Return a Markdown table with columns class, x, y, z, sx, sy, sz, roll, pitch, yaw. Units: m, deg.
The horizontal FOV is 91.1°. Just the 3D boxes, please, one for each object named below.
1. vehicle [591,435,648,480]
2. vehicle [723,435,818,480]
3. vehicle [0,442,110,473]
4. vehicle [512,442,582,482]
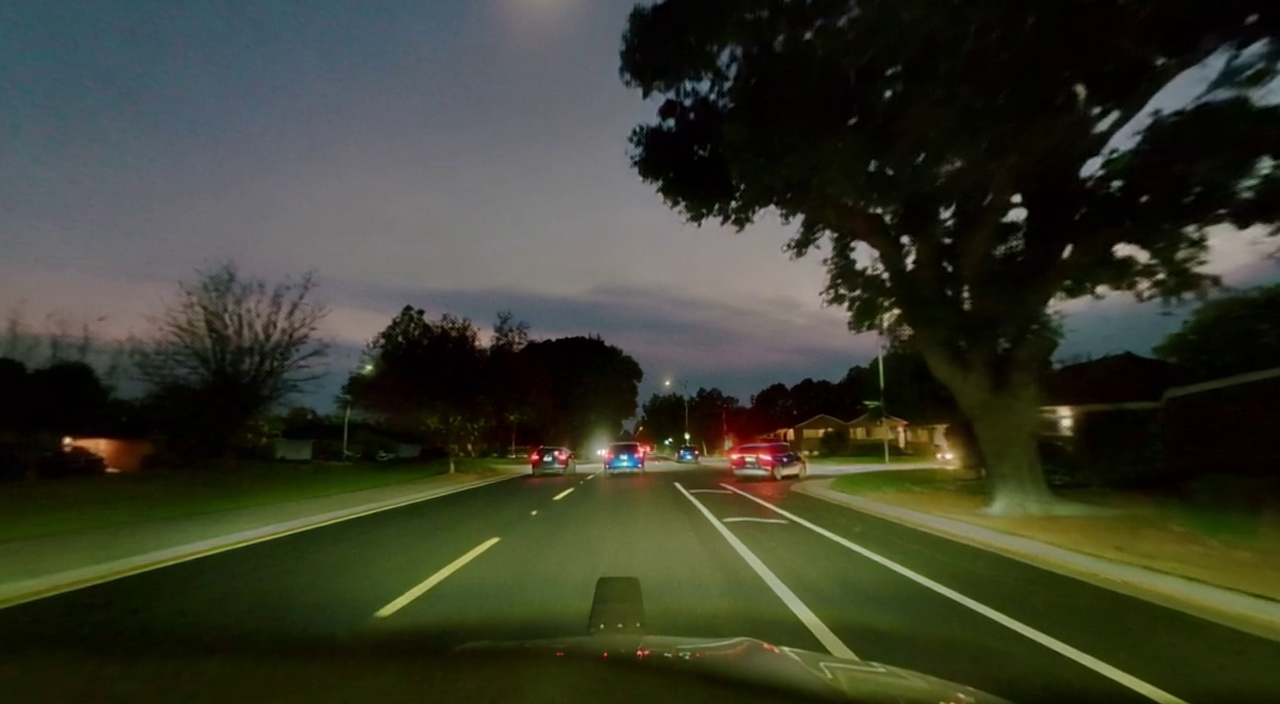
| class | x | y | z | sx | sy | sz | roll | pitch | yaw |
| --- | --- | --- | --- | --- | --- | --- | --- | --- | --- |
| vehicle | -0.789 | 4.452 | 26.748 | 2.220 | 1.742 | 4.047 | 0 | -8 | 1 |
| vehicle | 5.615 | 4.413 | 26.561 | 2.192 | 1.677 | 4.820 | -6 | -10 | 34 |
| vehicle | -33.564 | 6.017 | 35.946 | 4.600 | 1.698 | 1.993 | 0 | -8 | 2 |
| vehicle | -3.628 | 4.370 | 25.328 | 2.032 | 1.433 | 4.458 | 0 | -8 | 1 |
